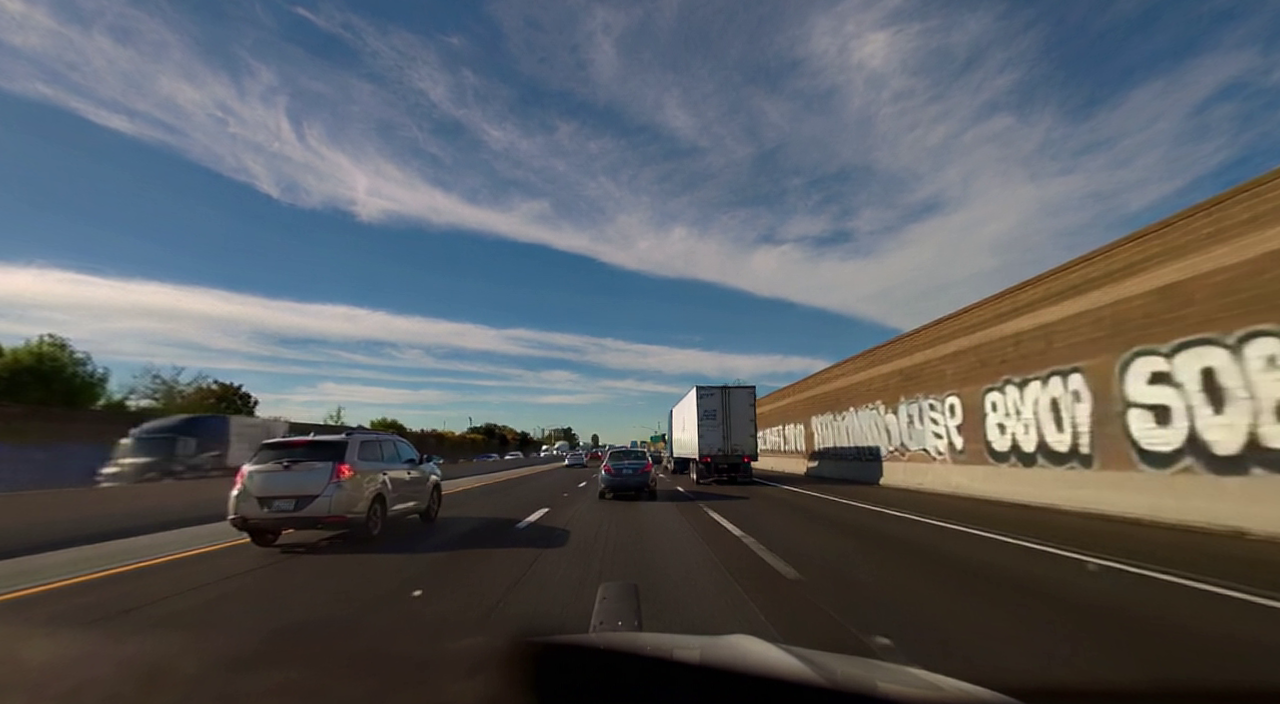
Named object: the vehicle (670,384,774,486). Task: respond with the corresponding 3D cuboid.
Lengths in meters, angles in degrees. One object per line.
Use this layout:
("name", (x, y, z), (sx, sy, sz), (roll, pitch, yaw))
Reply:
("vehicle", (3.583, 4.350, 32.129), (2.902, 4.014, 14.446), (0, -9, -2))

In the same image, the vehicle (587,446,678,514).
("vehicle", (-0.221, 3.145, 16.018), (2.033, 1.468, 4.015), (0, -9, -2))

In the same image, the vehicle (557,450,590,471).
("vehicle", (-5.012, 8.243, 47.992), (2.067, 1.481, 4.085), (0, -9, 0))

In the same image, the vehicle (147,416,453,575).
("vehicle", (-4.525, 1.966, 9.476), (1.988, 1.750, 4.711), (0, -9, 0))
